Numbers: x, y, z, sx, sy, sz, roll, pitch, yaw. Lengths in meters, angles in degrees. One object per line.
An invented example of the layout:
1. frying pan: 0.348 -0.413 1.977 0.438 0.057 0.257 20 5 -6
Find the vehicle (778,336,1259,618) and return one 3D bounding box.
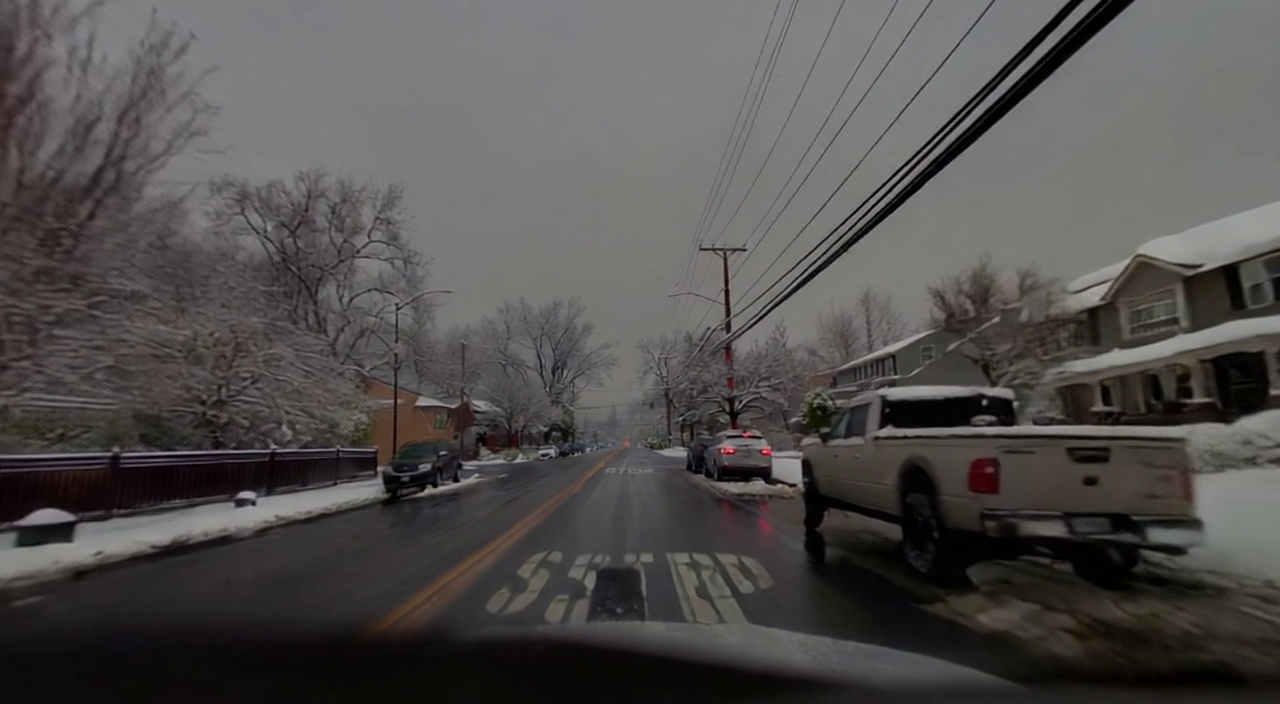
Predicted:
1. vehicle: 3.394 1.317 7.558 2.111 2.054 5.748 0 -8 -1

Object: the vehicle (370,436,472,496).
1. vehicle: -7.371 3.940 21.737 1.980 1.664 4.342 -5 -11 0

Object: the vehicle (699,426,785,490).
1. vehicle: 3.124 3.348 20.235 1.993 1.778 4.311 0 -8 0
